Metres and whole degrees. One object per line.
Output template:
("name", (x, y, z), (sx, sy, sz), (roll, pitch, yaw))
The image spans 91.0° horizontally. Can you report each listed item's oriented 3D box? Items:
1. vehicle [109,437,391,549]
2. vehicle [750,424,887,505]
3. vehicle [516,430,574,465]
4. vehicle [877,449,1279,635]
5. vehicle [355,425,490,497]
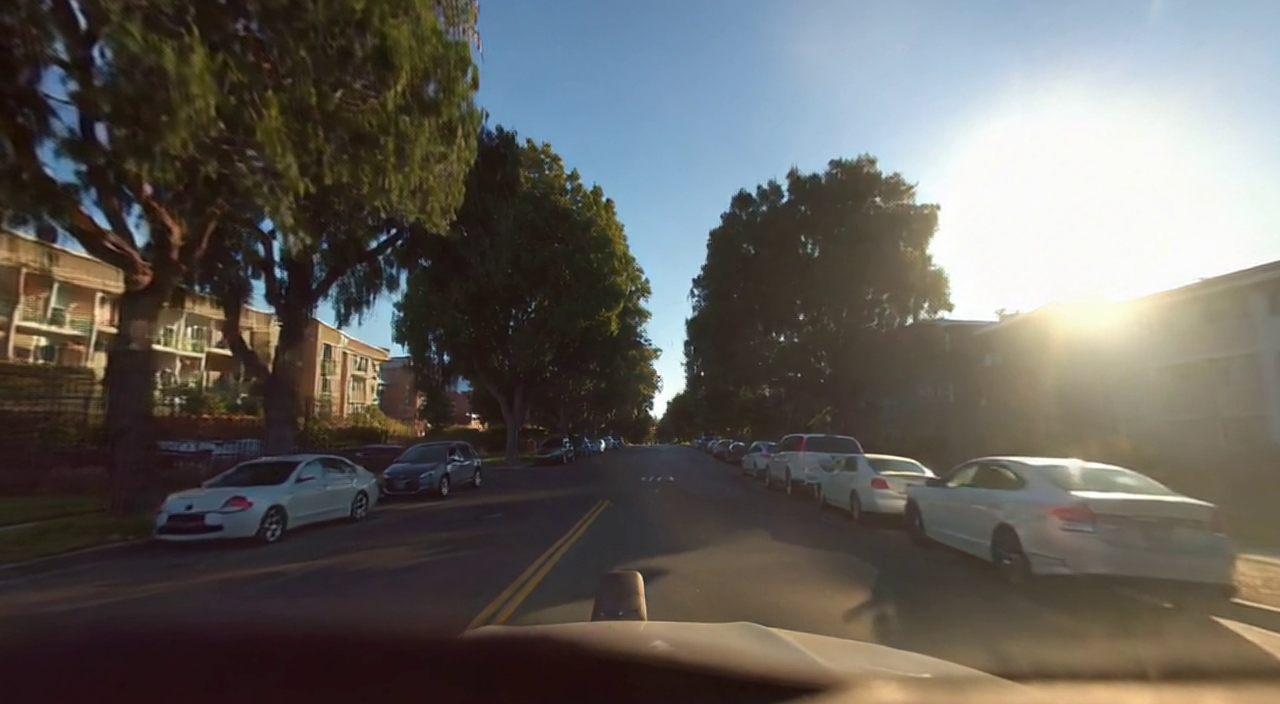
("vehicle", (-6.468, 2.372, 11.267), (2.067, 1.510, 4.501), (-2, -9, 2))
("vehicle", (4.882, 3.202, 18.415), (2.365, 1.970, 6.011), (0, -9, 1))
("vehicle", (-5.563, 5.770, 37.570), (2.384, 1.781, 5.492), (-3, -10, 2))
("vehicle", (4.542, 1.860, 7.358), (1.977, 1.410, 4.744), (0, -9, 4))
("vehicle", (-6.414, 3.348, 19.343), (2.235, 1.802, 5.138), (-3, -10, 1))
